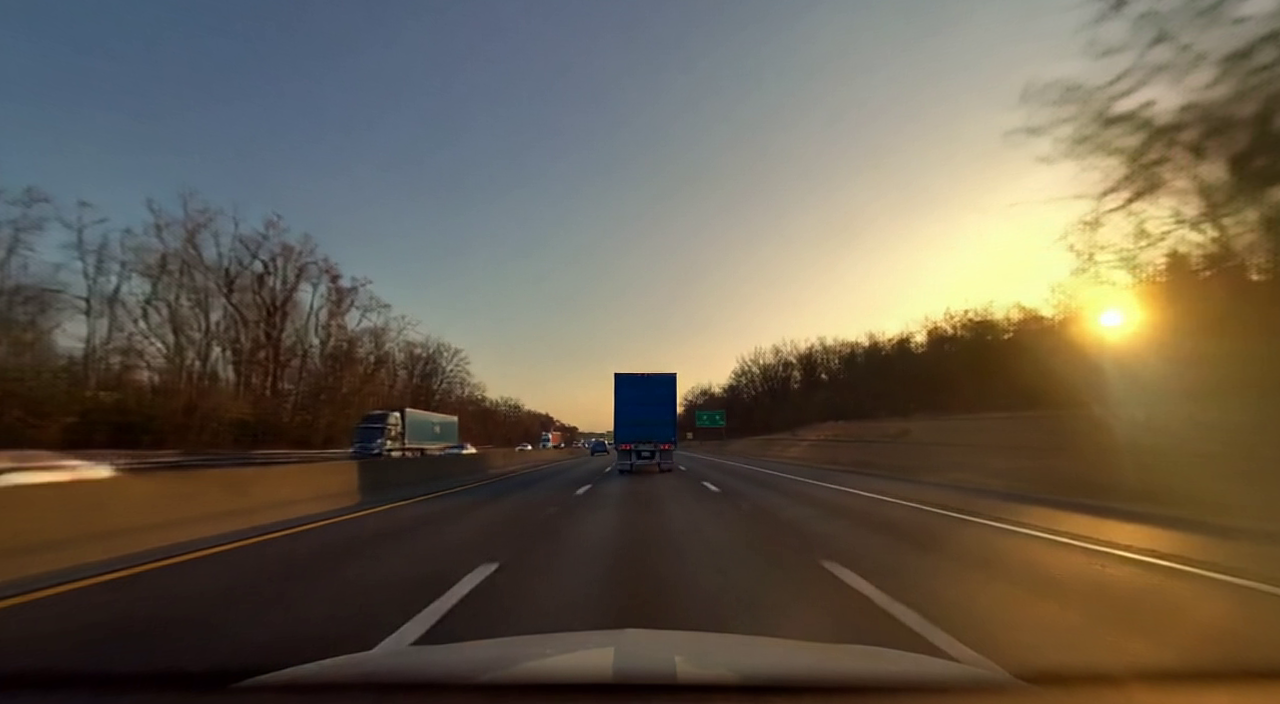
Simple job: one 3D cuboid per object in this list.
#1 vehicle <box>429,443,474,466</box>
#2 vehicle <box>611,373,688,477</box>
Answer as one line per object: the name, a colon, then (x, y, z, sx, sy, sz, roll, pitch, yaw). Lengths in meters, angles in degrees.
vehicle: (-12.557, 6.858, 42.021, 1.811, 1.445, 3.854, 0, -8, -1)
vehicle: (0.388, 3.607, 29.840, 3.010, 4.039, 10.481, 0, -8, 0)
